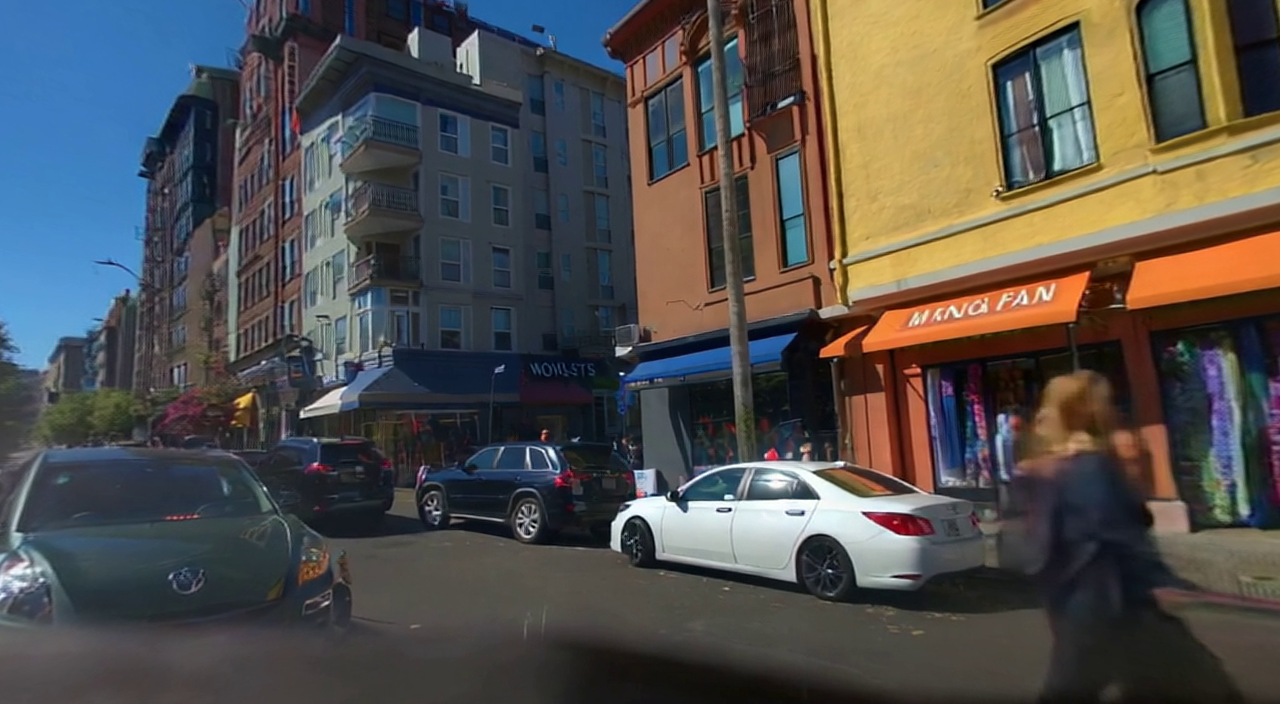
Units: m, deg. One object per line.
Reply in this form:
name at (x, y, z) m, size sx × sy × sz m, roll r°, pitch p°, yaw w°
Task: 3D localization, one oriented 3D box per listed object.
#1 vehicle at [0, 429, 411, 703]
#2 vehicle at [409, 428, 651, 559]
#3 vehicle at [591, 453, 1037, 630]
vehicle at (-3.488, 1.306, 4.235) m, size 4.330 × 1.458 × 1.932 m, roll -8°, pitch -12°, yaw 44°
vehicle at (-2.133, 2.377, 11.379) m, size 4.580 × 1.853 × 1.862 m, roll -8°, pitch -12°, yaw 42°
vehicle at (1.750, 1.955, 7.633) m, size 4.830 × 1.421 × 1.826 m, roll -8°, pitch -11°, yaw 41°
